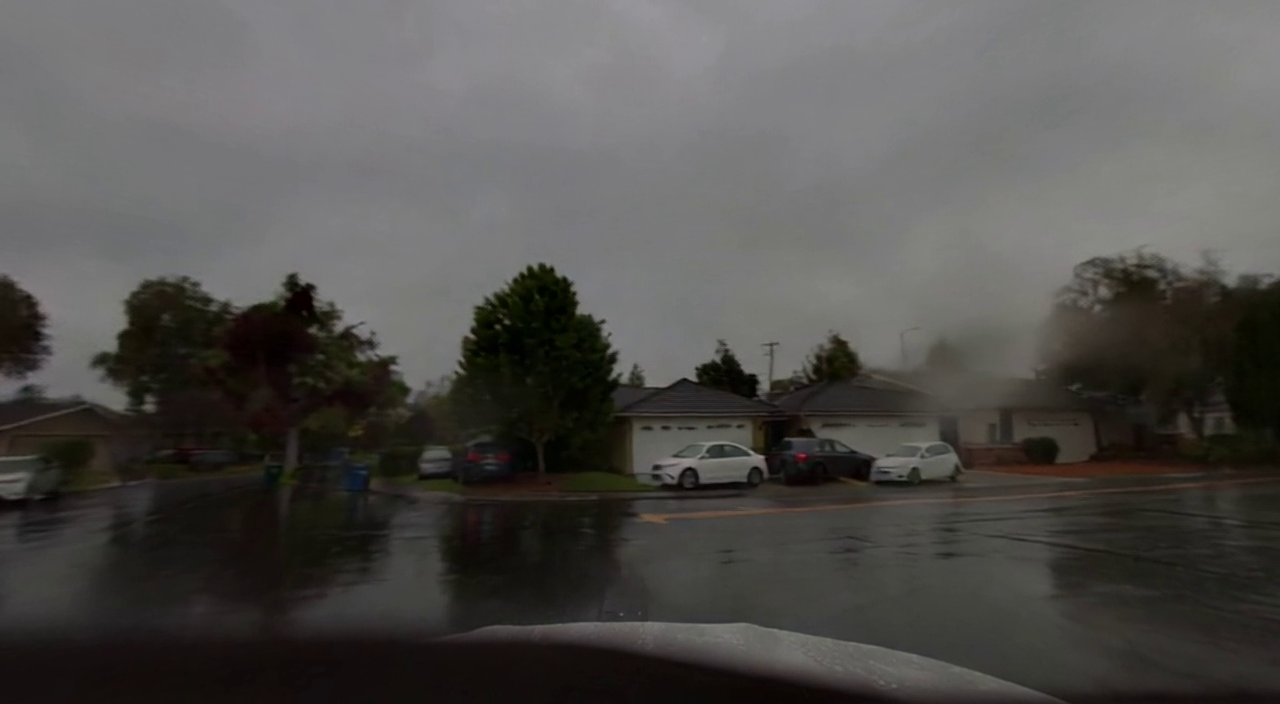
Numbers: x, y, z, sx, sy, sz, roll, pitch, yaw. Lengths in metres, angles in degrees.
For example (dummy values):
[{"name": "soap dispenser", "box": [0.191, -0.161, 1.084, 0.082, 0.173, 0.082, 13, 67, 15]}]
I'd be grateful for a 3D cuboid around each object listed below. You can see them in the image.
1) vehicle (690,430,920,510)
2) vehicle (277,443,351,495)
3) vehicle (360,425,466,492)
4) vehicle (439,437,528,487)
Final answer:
[{"name": "vehicle", "box": [3.942, 2.886, 15.703, 5.082, 1.789, 1.947, 0, -9, -4]}, {"name": "vehicle", "box": [-10.808, 3.791, 20.831, 1.833, 1.540, 3.532, 5, -10, -31]}, {"name": "vehicle", "box": [-8.083, 3.714, 22.146, 2.455, 2.018, 5.271, 5, -11, -30]}, {"name": "vehicle", "box": [-6.075, 4.166, 24.226, 2.160, 1.695, 4.183, 5, -10, -30]}]
